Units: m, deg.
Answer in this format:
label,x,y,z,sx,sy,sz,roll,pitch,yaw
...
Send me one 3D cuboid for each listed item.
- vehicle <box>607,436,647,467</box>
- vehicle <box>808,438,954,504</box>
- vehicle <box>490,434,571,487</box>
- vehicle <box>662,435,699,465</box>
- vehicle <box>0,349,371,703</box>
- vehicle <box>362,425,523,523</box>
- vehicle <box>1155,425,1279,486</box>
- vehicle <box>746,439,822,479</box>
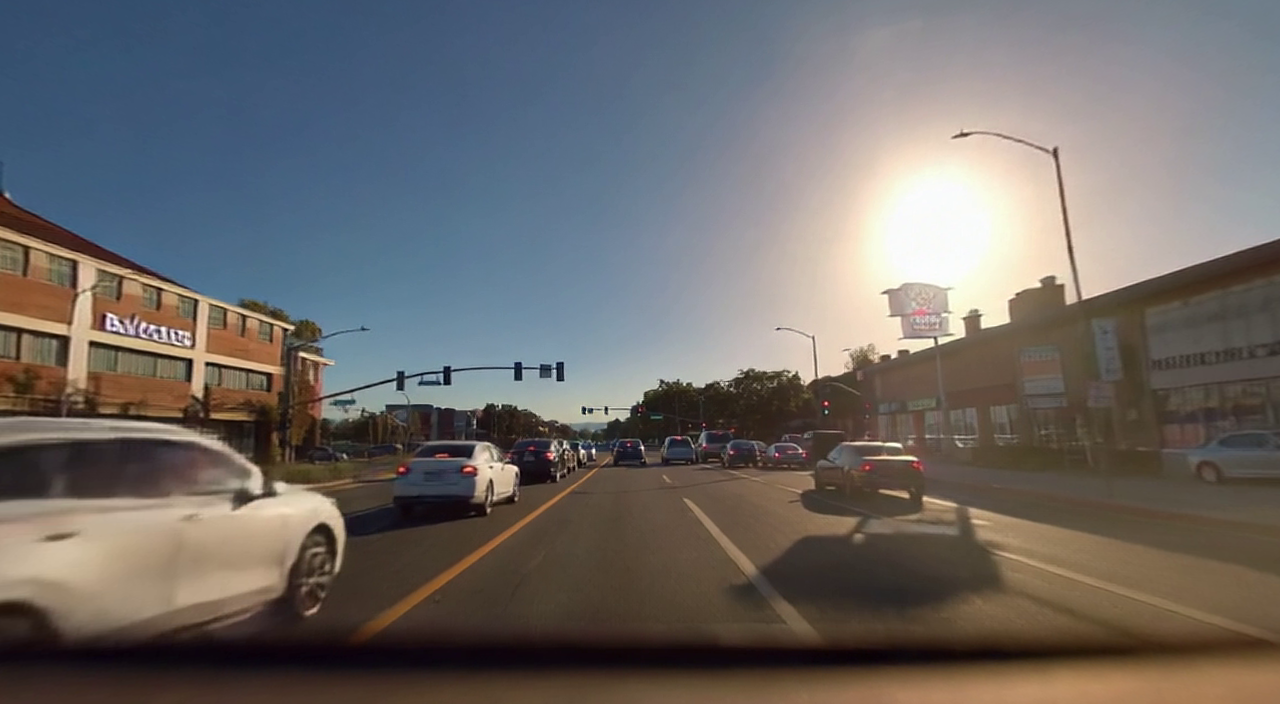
label,x,y,z,sx,sy,sz,roll,pitch,yaw
vehicle,-0.773,5.944,37.963,2.261,1.741,4.255,0,-8,-1
vehicle,6.003,2.998,16.415,2.017,1.453,4.497,0,-8,0
vehicle,-3.631,3.681,21.783,2.063,1.625,4.290,0,-8,-1
vehicle,2.557,6.333,40.933,2.018,1.779,4.338,0,-8,-2
vehicle,-3.428,0.962,3.257,2.143,1.643,4.336,0,-8,0
vehicle,-3.705,2.360,12.709,1.934,1.624,3.964,0,-8,0
vehicle,16.406,2.684,16.531,1.819,1.457,4.680,0,-8,-1
vehicle,5.879,4.422,26.392,1.969,1.502,4.663,0,-8,-2
